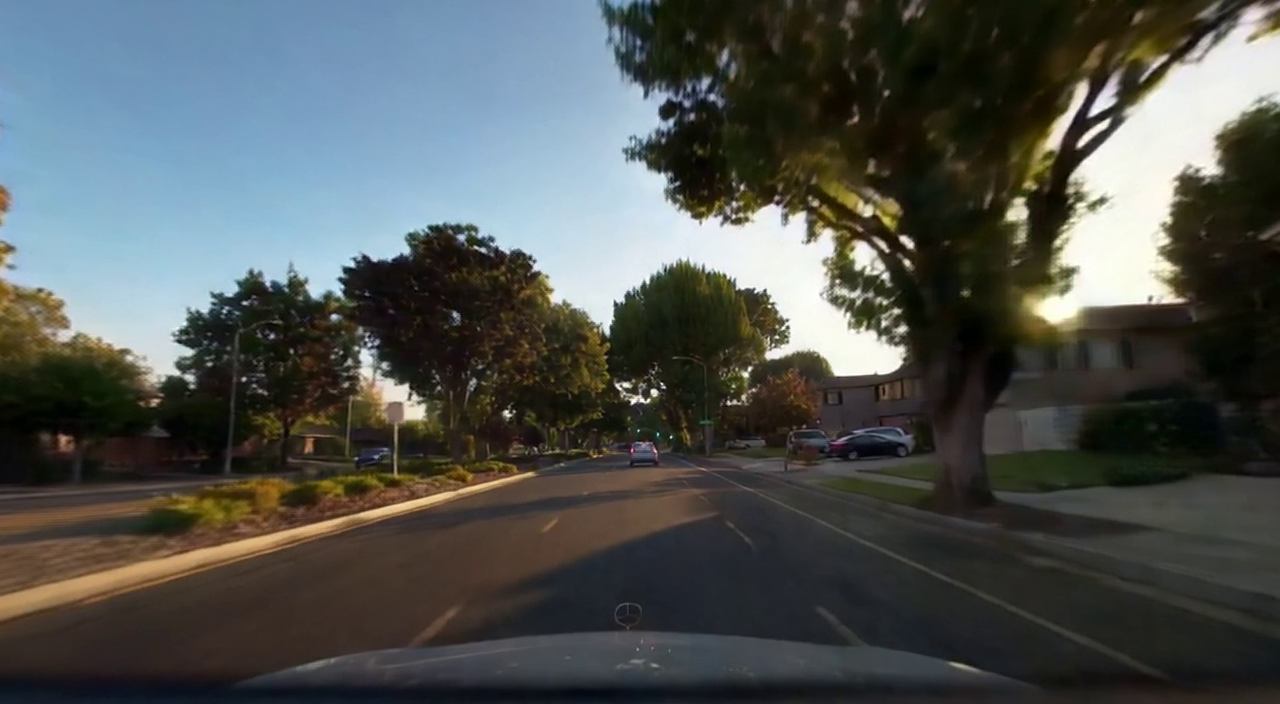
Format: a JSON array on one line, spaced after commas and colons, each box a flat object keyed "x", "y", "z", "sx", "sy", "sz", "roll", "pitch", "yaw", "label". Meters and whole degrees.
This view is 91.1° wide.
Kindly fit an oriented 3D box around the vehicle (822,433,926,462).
[{"x": 12.450, "y": 5.115, "z": 33.630, "sx": 4.787, "sy": 1.494, "sz": 1.887, "roll": 0, "pitch": -8, "yaw": 1, "label": "vehicle"}]

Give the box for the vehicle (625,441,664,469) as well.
[{"x": 0.241, "y": 5.787, "z": 35.474, "sx": 2.054, "sy": 1.456, "sz": 4.003, "roll": 0, "pitch": -8, "yaw": 0, "label": "vehicle"}]

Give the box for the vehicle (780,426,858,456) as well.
[{"x": 12.774, "y": 6.412, "z": 45.011, "sx": 4.923, "sy": 2.019, "sz": 1.985, "roll": -1, "pitch": -9, "yaw": 2, "label": "vehicle"}]
